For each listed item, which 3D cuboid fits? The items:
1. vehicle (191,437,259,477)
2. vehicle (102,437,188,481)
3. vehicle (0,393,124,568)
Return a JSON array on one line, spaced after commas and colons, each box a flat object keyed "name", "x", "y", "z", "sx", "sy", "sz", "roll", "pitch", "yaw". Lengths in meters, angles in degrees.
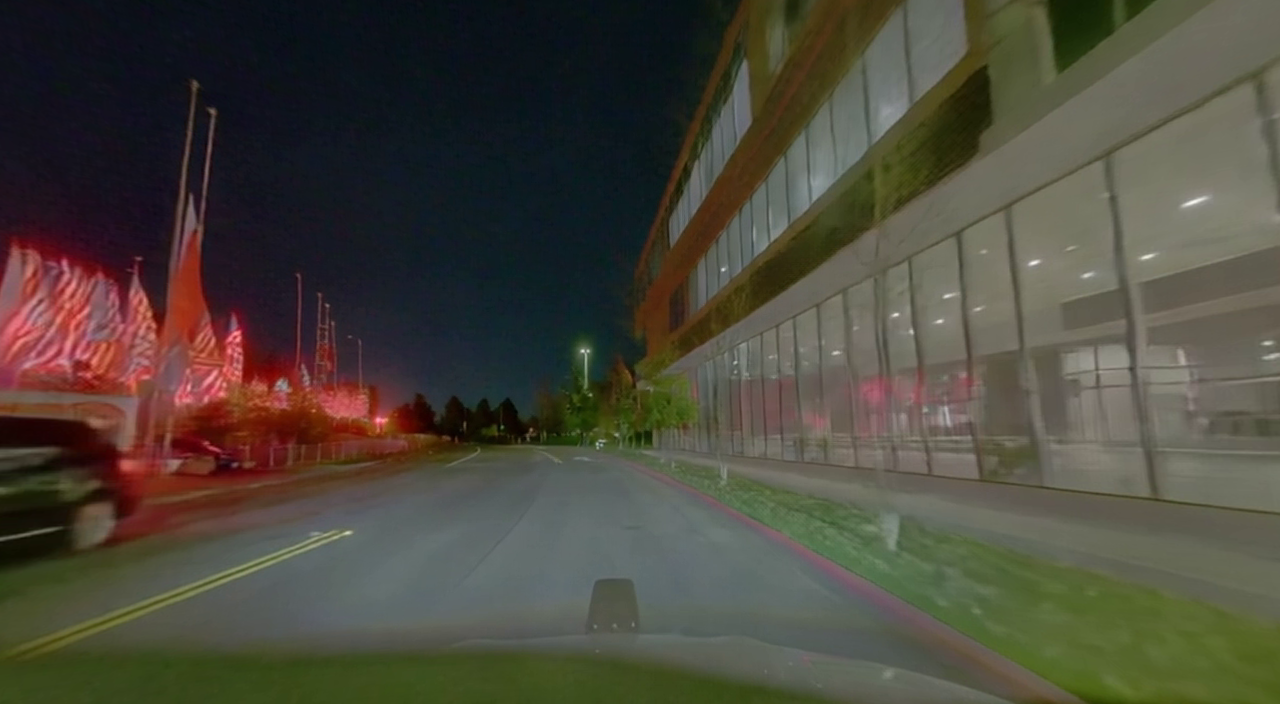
[{"name": "vehicle", "x": -17.736, "y": 4.447, "z": 27.065, "sx": 1.778, "sy": 1.584, "sz": 2.802, "roll": 3, "pitch": -8, "yaw": -20}, {"name": "vehicle", "x": -20.395, "y": 4.355, "z": 26.146, "sx": 1.907, "sy": 1.642, "sz": 4.020, "roll": 4, "pitch": -9, "yaw": -26}, {"name": "vehicle", "x": -7.880, "y": 1.324, "z": 6.305, "sx": 2.026, "sy": 1.882, "sz": 4.277, "roll": 1, "pitch": -8, "yaw": -5}]
